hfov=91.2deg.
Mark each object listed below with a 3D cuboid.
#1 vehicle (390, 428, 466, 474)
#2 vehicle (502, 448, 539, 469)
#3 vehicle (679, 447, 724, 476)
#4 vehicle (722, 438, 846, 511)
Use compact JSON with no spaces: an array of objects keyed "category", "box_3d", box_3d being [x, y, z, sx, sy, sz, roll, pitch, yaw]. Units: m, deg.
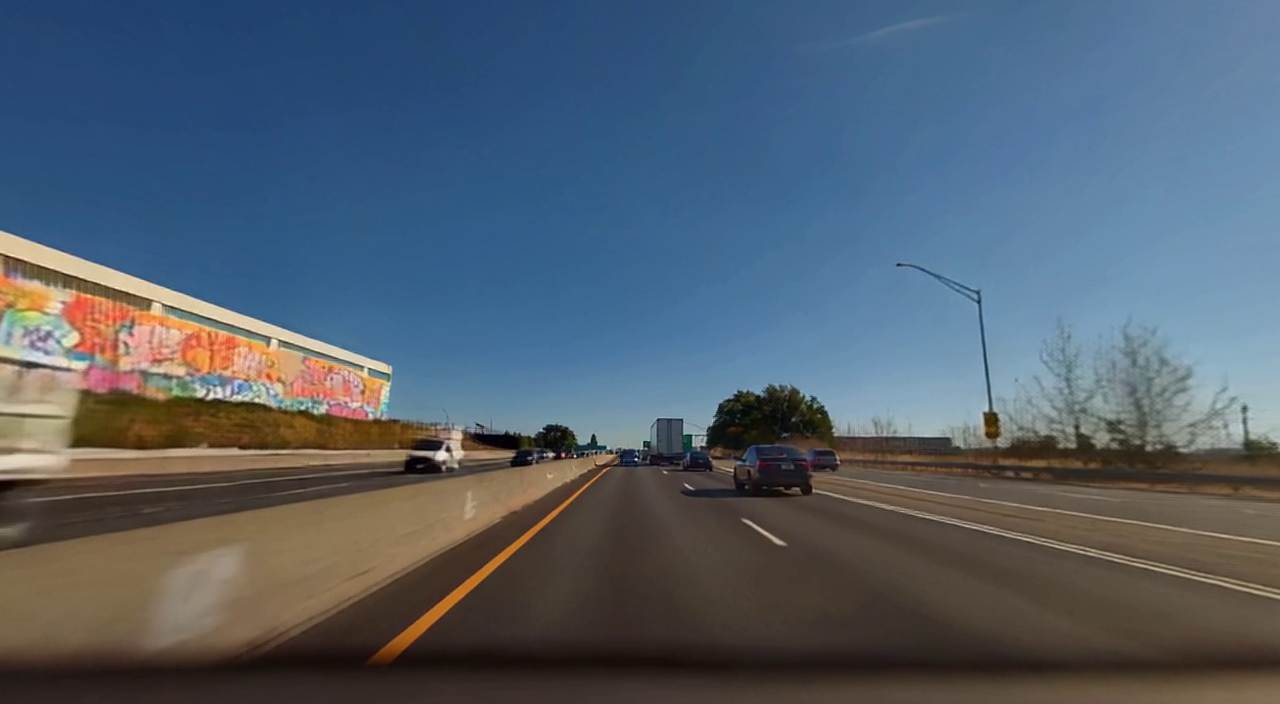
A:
[{"category":"vehicle","box_3d":[-12.493,5.925,37.540,2.373,2.502,6.255,0,-9,0]},{"category":"vehicle","box_3d":[-9.278,8.296,49.089,1.965,1.527,4.704,0,-9,0]},{"category":"vehicle","box_3d":[3.608,6.506,37.410,2.085,1.588,4.436,0,-9,-2]},{"category":"vehicle","box_3d":[3.557,3.114,16.464,2.045,1.605,4.674,0,-9,-1]}]
